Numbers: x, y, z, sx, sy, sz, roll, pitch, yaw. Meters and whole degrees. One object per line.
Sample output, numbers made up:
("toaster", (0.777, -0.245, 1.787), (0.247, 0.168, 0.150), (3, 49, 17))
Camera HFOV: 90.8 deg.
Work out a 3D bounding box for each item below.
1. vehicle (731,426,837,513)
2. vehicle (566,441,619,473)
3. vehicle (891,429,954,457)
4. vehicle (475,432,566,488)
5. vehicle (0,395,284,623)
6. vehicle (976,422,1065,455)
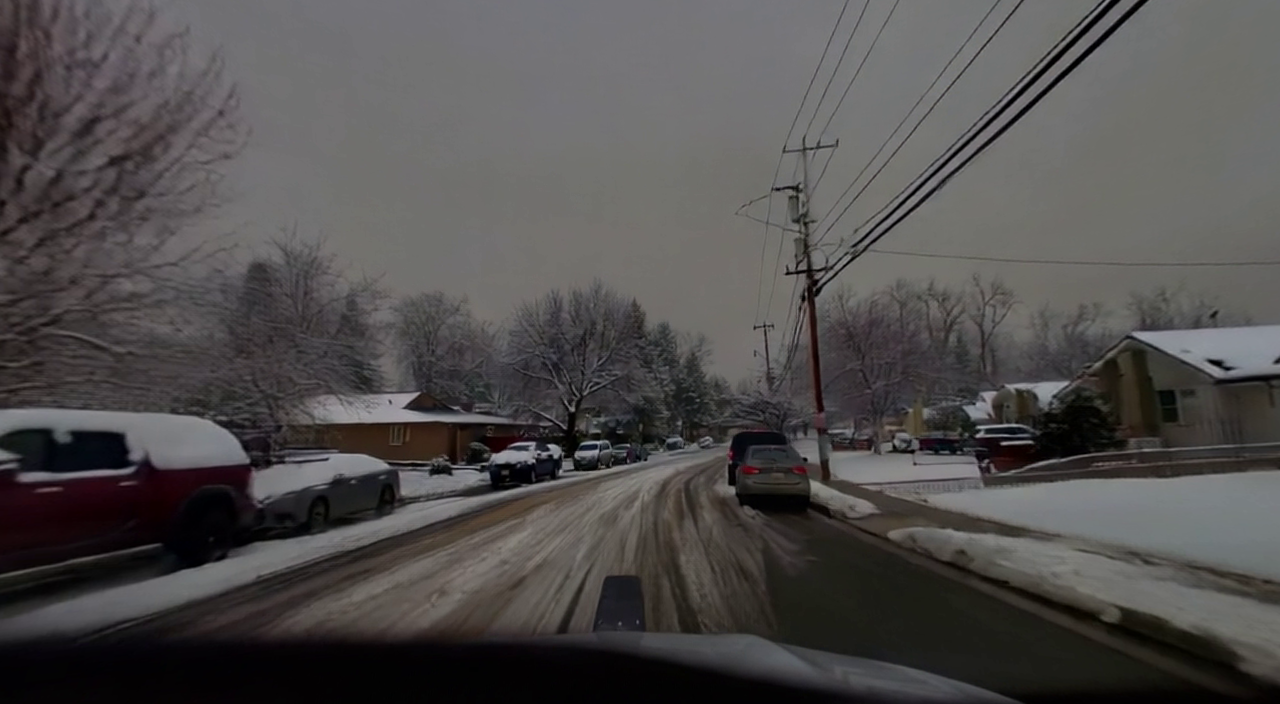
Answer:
("vehicle", (3.420, 2.874, 16.004), (2.032, 1.810, 5.047), (-1, -9, 6))
("vehicle", (-2.889, 6.585, 39.942), (2.192, 1.873, 4.985), (-1, -9, 9))
("vehicle", (17.547, 5.686, 39.409), (2.079, 1.675, 3.855), (0, -9, -1))
("vehicle", (-5.063, 4.725, 27.575), (2.353, 2.037, 5.358), (-5, -11, 6))
("vehicle", (-7.130, 1.803, 7.604), (2.250, 2.081, 6.553), (-3, -9, -3))
("vehicle", (22.799, 5.272, 38.124), (2.253, 1.805, 4.842), (1, -9, -1))
